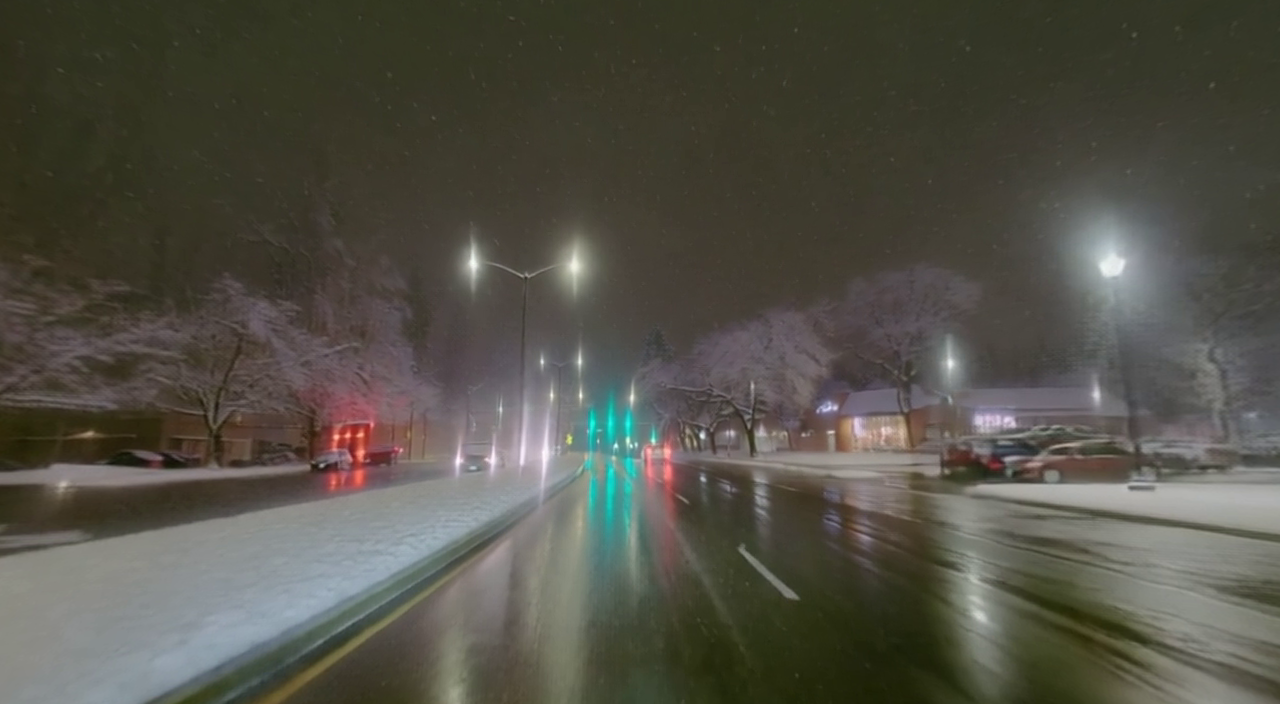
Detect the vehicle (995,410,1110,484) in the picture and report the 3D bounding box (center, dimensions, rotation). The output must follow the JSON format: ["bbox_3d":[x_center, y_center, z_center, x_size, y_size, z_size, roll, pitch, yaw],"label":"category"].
[{"bbox_3d":[16.699,3.804,25.444,5.908,2.641,2.303,8,-12,-43],"label":"vehicle"}]

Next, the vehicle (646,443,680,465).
[{"bbox_3d":[1.579,7.301,45.230,1.913,1.473,4.360,0,-9,-4],"label":"vehicle"}]

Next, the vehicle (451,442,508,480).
[{"bbox_3d":[-7.607,5.174,30.416,2.180,1.556,5.130,2,-7,-9],"label":"vehicle"}]

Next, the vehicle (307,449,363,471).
[{"bbox_3d":[-21.487,7.604,44.730,2.068,1.408,4.399,-1,-9,-5],"label":"vehicle"}]

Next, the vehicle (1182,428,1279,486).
[{"bbox_3d":[23.057,3.852,23.484,2.747,1.912,6.426,-5,-10,26],"label":"vehicle"}]

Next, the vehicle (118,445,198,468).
[{"bbox_3d":[-31.759,6.874,41.704,3.768,1.443,1.800,0,-8,-3],"label":"vehicle"}]

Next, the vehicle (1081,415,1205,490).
[{"bbox_3d":[18.762,3.677,23.446,2.727,2.396,5.918,-9,-12,44],"label":"vehicle"}]

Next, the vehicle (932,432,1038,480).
[{"bbox_3d":[15.527,4.608,28.278,5.161,1.927,2.464,7,-12,-42],"label":"vehicle"}]

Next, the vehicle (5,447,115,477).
[{"bbox_3d":[-31.299,5.949,34.199,3.952,1.462,1.857,2,-7,-5],"label":"vehicle"}]
